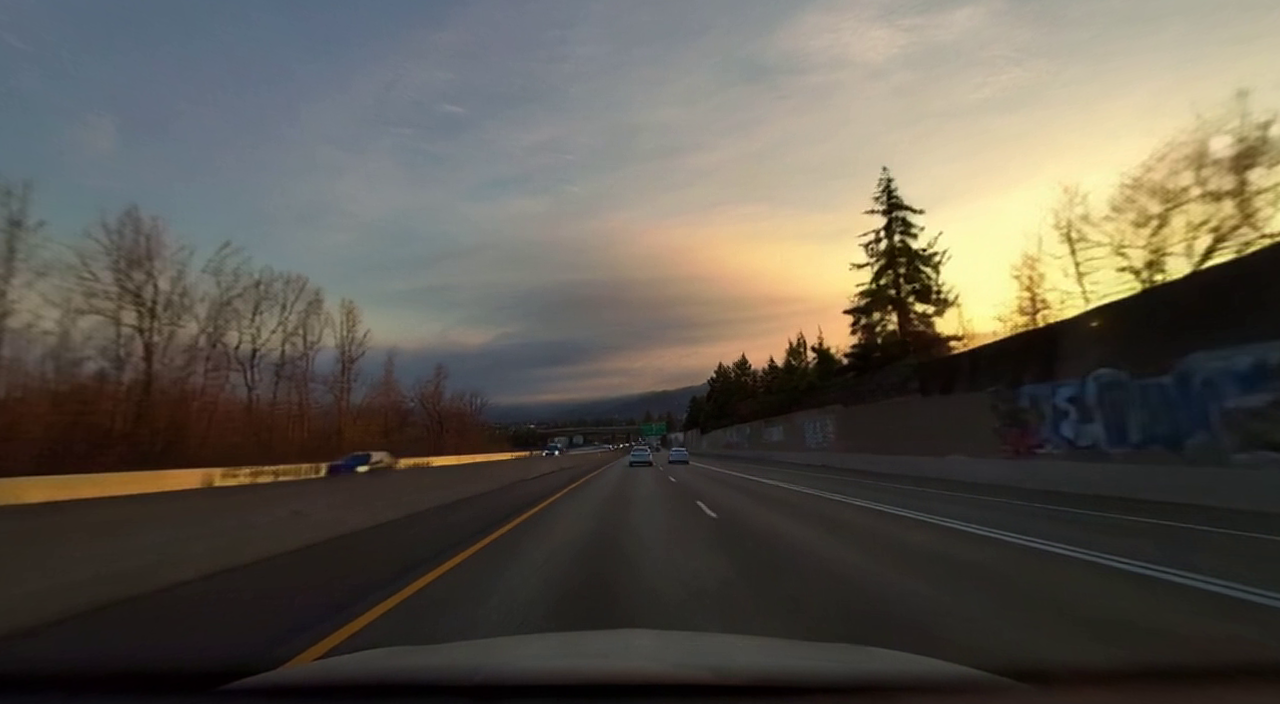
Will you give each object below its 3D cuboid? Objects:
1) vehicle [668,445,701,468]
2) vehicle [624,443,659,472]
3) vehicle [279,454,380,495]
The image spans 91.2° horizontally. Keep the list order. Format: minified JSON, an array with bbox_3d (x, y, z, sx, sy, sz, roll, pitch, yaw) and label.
[{"bbox_3d":[3.450,8.151,49.024,2.303,1.614,4.154,-1,-9,0],"label":"vehicle"},{"bbox_3d":[0.076,6.606,39.290,2.095,1.671,4.219,0,-9,-1],"label":"vehicle"},{"bbox_3d":[-13.141,5.168,26.892,1.928,1.508,4.672,-1,-9,0],"label":"vehicle"}]
